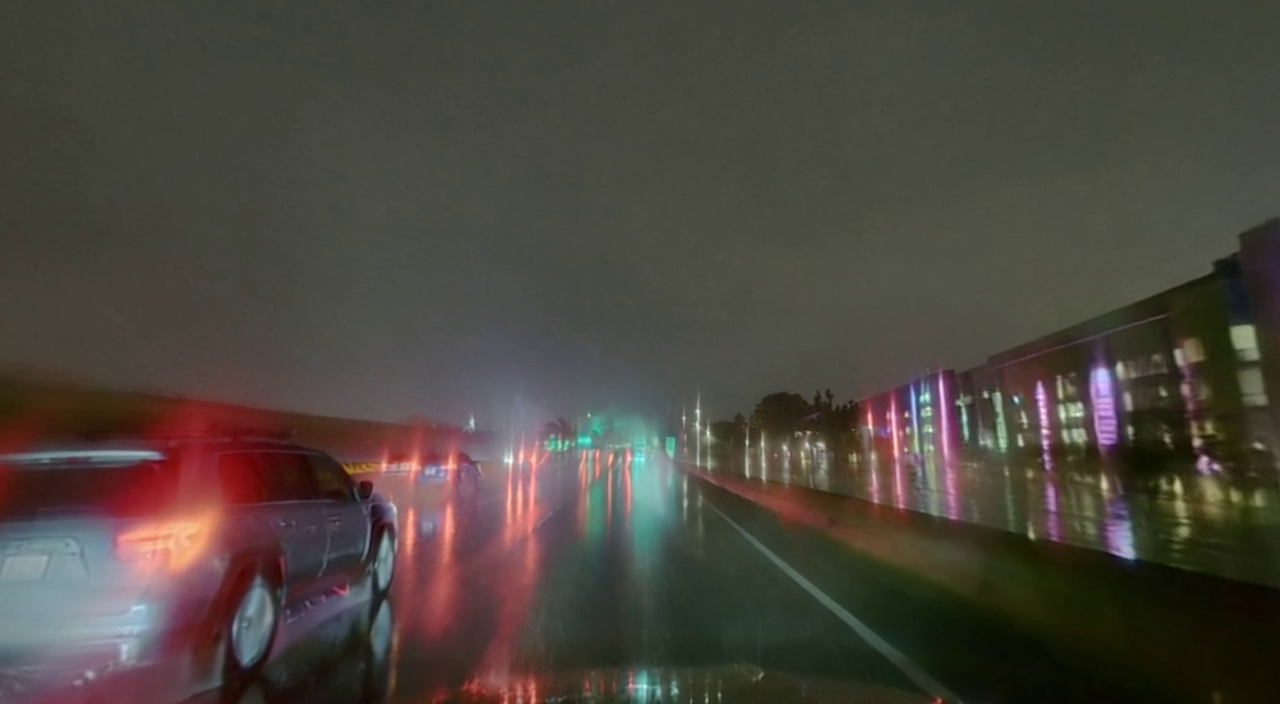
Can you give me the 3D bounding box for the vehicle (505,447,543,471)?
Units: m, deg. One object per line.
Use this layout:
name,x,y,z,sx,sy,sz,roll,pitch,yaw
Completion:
vehicle,-8.549,7.885,46.645,2.065,1.689,4.399,0,-9,-2

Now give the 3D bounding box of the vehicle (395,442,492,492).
vehicle,-7.097,4.202,23.356,2.075,1.642,4.638,0,-9,0

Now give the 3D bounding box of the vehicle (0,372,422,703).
vehicle,-3.572,1.287,4.891,2.036,1.717,4.592,0,-9,1
